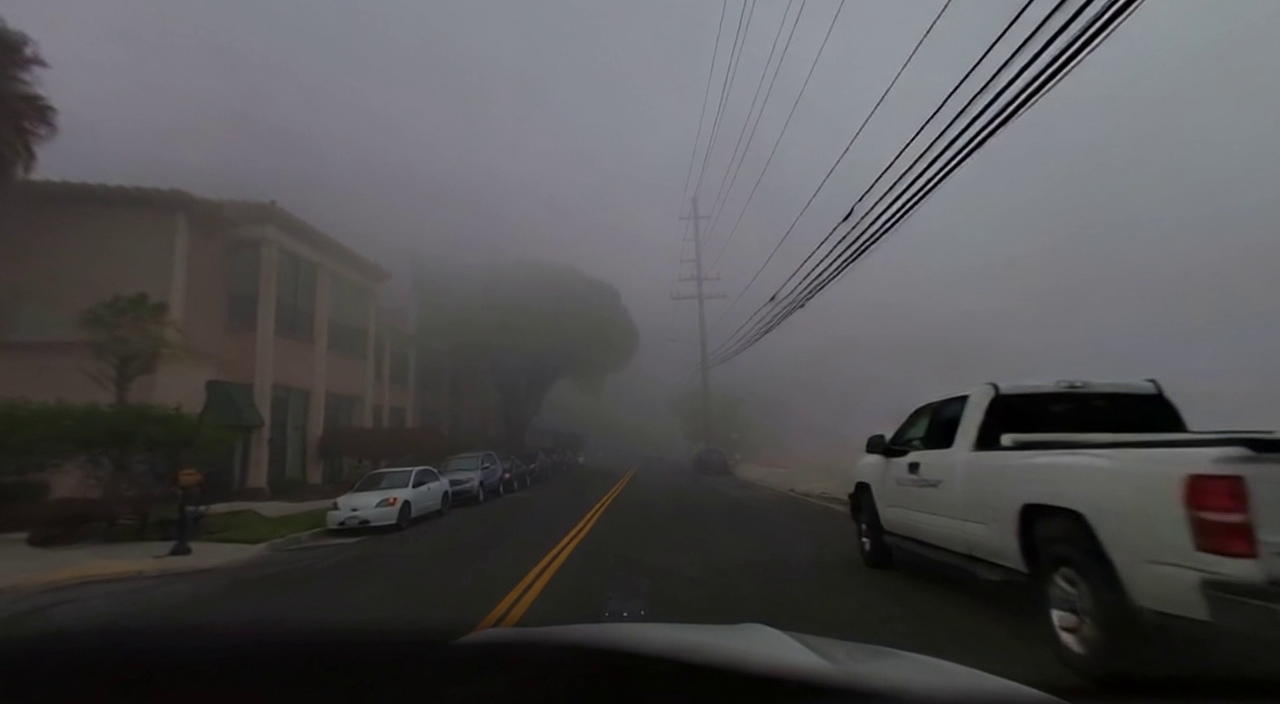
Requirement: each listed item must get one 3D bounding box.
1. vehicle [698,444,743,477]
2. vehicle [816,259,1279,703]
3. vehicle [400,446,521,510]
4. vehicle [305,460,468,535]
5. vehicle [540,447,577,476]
[{"bbox_3d":[4.184,5.725,33.542,1.948,1.607,4.873,0,-9,2],"label":"vehicle"},{"bbox_3d":[3.592,1.166,5.202,2.485,2.123,6.029,0,-9,0],"label":"vehicle"},{"bbox_3d":[-5.663,4.032,20.753,2.286,1.836,5.088,0,-9,2],"label":"vehicle"},{"bbox_3d":[-5.881,3.413,15.380,1.982,1.453,4.577,0,-9,1],"label":"vehicle"},{"bbox_3d":[-5.527,7.537,43.536,2.126,1.864,4.831,0,-9,-3],"label":"vehicle"}]
